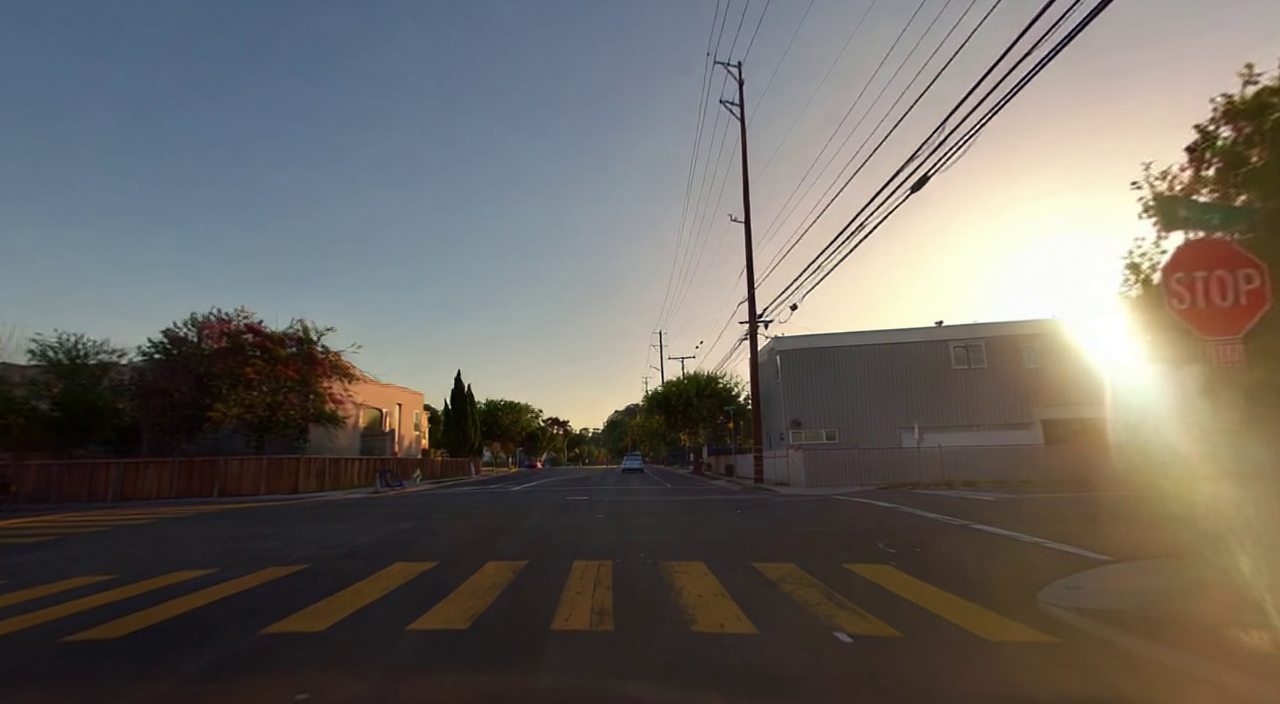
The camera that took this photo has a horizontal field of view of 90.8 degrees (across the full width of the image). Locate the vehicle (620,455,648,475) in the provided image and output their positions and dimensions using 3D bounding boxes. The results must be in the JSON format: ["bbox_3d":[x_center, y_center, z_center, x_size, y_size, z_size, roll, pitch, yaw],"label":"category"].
[{"bbox_3d":[-0.474,8.803,49.340,2.064,1.477,3.968,0,-9,0],"label":"vehicle"}]

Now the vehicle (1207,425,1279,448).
[{"bbox_3d":[44.588,6.116,45.670,2.251,1.596,5.193,0,-8,0],"label":"vehicle"}]
